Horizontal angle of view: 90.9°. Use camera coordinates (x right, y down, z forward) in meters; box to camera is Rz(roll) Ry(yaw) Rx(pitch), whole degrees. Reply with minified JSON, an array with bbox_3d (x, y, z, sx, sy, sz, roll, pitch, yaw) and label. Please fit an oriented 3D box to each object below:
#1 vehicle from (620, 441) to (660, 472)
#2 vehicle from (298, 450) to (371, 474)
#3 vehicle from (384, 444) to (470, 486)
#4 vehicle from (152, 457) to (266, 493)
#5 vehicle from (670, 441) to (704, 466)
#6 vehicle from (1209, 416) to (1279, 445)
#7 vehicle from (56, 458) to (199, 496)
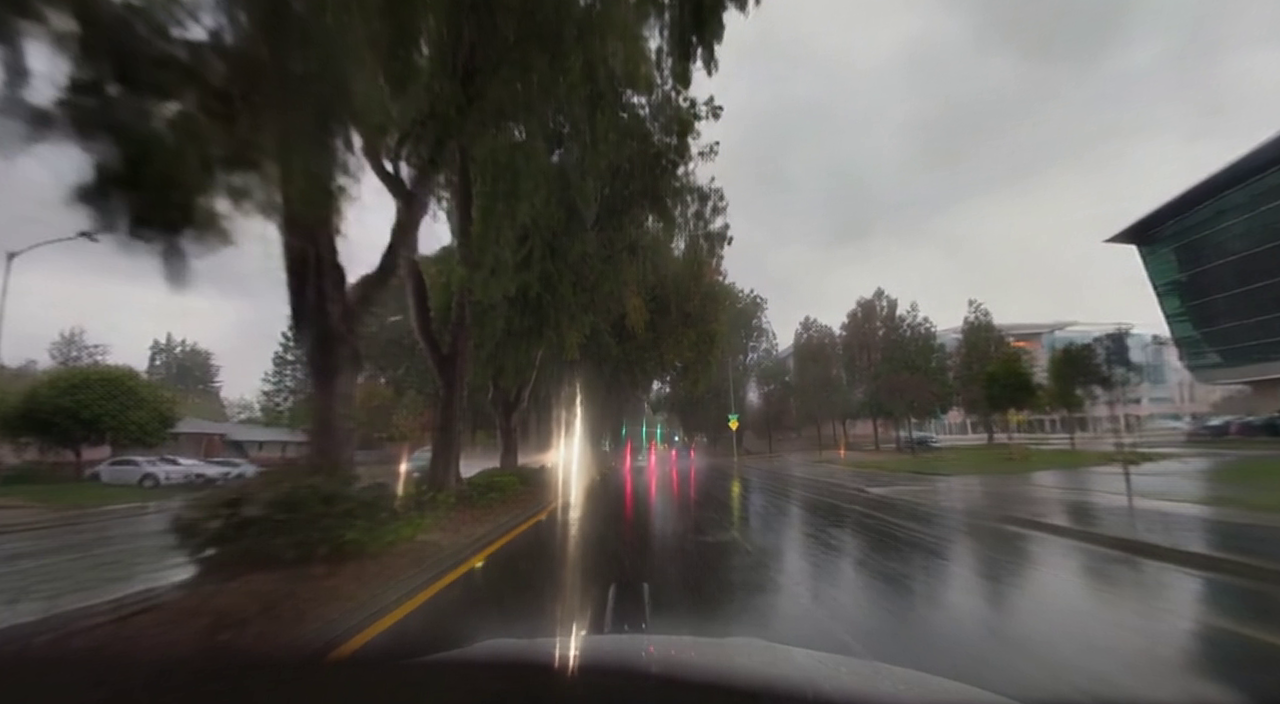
[{"bbox_3d":[0.036,5.791,35.084,2.109,1.612,3.963,0,-8,1],"label":"vehicle"},{"bbox_3d":[-22.351,8.062,46.236,4.330,1.656,2.001,-1,-8,3],"label":"vehicle"},{"bbox_3d":[-9.706,5.165,29.270,2.064,1.722,5.226,0,-8,1],"label":"vehicle"},{"bbox_3d":[-21.756,6.190,31.952,4.351,1.432,2.037,-3,-8,1],"label":"vehicle"},{"bbox_3d":[3.394,7.442,46.364,2.189,1.766,4.495,0,-8,0],"label":"vehicle"},{"bbox_3d":[36.921,4.696,37.634,3.877,1.652,1.989,0,-8,1],"label":"vehicle"},{"bbox_3d":[-21.944,5.352,27.169,4.243,1.478,2.035,1,-8,-6],"label":"vehicle"}]
